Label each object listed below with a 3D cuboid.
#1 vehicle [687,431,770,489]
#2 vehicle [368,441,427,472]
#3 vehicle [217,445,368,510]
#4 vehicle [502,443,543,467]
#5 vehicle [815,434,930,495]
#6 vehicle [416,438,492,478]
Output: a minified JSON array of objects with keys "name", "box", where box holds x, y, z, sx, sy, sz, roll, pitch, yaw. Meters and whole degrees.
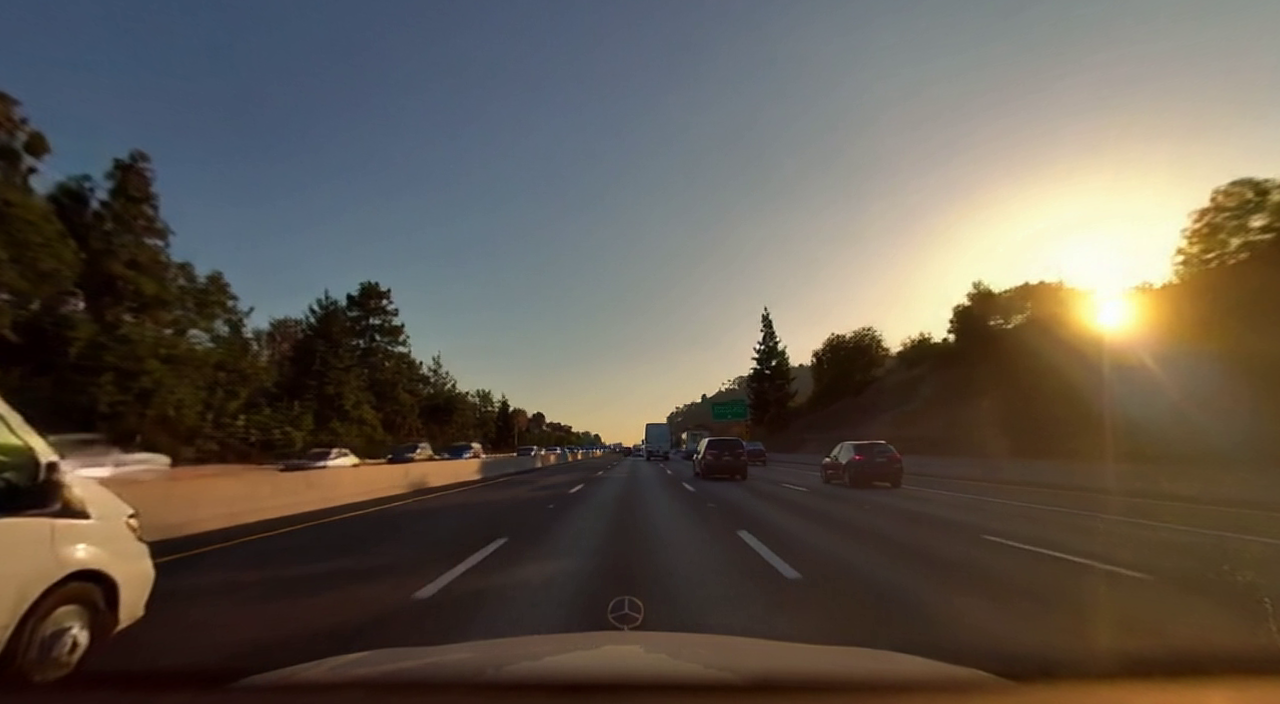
[{"name":"vehicle","box":[3.046,3.854,22.919,2.209,1.862,4.717,0,-8,-1]},{"name":"vehicle","box":[-15.957,6.869,41.755,2.000,1.903,4.657,0,-8,1]},{"name":"vehicle","box":[-8.762,3.154,16.322,1.833,1.441,3.593,0,-8,0]},{"name":"vehicle","box":[-8.255,7.263,44.529,1.959,1.584,4.421,0,-8,1]},{"name":"vehicle","box":[7.280,3.547,20.285,1.976,1.703,4.288,0,-8,-1]},{"name":"vehicle","box":[-8.529,4.882,29.364,2.112,1.672,4.433,0,-8,1]}]
